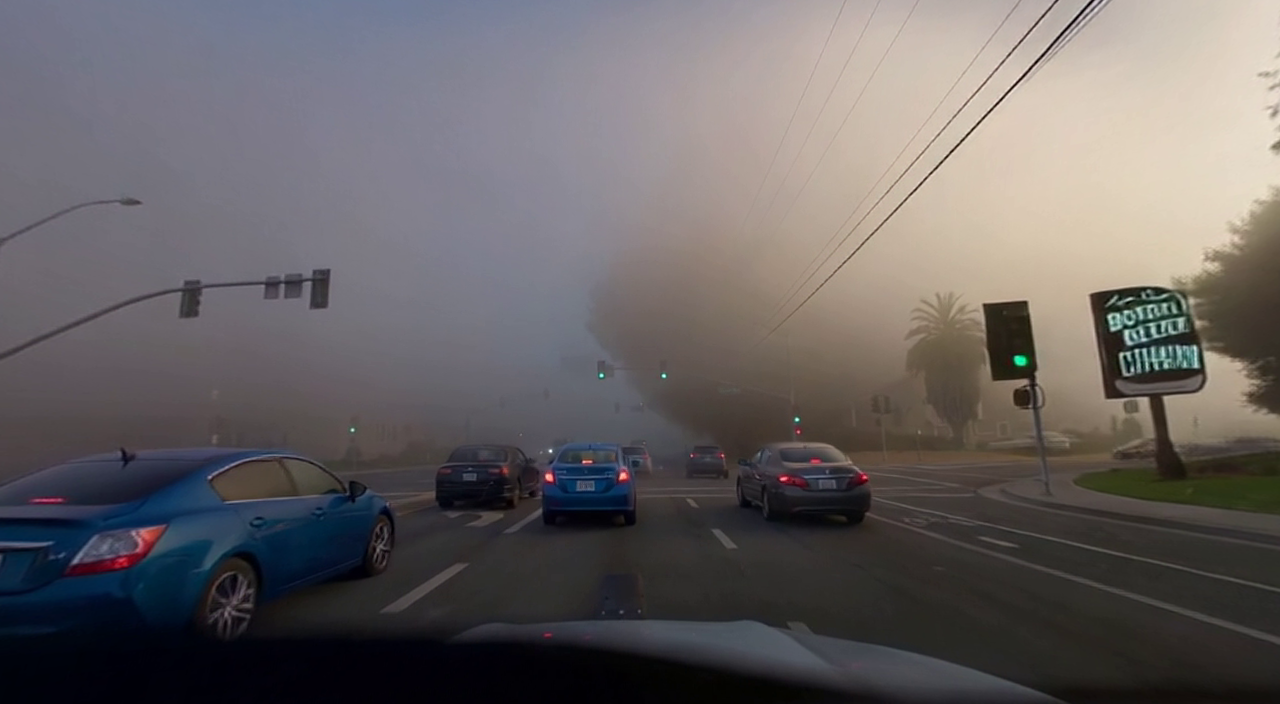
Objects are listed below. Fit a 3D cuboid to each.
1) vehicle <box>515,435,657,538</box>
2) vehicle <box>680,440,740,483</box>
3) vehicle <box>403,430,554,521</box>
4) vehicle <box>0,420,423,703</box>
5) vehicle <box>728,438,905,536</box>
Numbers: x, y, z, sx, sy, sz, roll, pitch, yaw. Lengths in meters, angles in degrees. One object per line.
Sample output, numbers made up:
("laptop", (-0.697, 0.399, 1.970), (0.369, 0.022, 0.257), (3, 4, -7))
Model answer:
("vehicle", (-0.814, 2.292, 11.364), (2.104, 1.500, 3.815), (0, -8, 0))
("vehicle", (2.826, 4.523, 26.363), (1.956, 1.615, 4.205), (0, -8, -1))
("vehicle", (-3.385, 2.691, 14.333), (2.024, 1.701, 4.572), (-1, -8, 3))
("vehicle", (-3.683, 1.419, 5.419), (2.058, 1.474, 4.473), (0, -8, 0))
("vehicle", (2.997, 2.386, 11.841), (2.014, 1.464, 4.312), (0, -8, -1))
